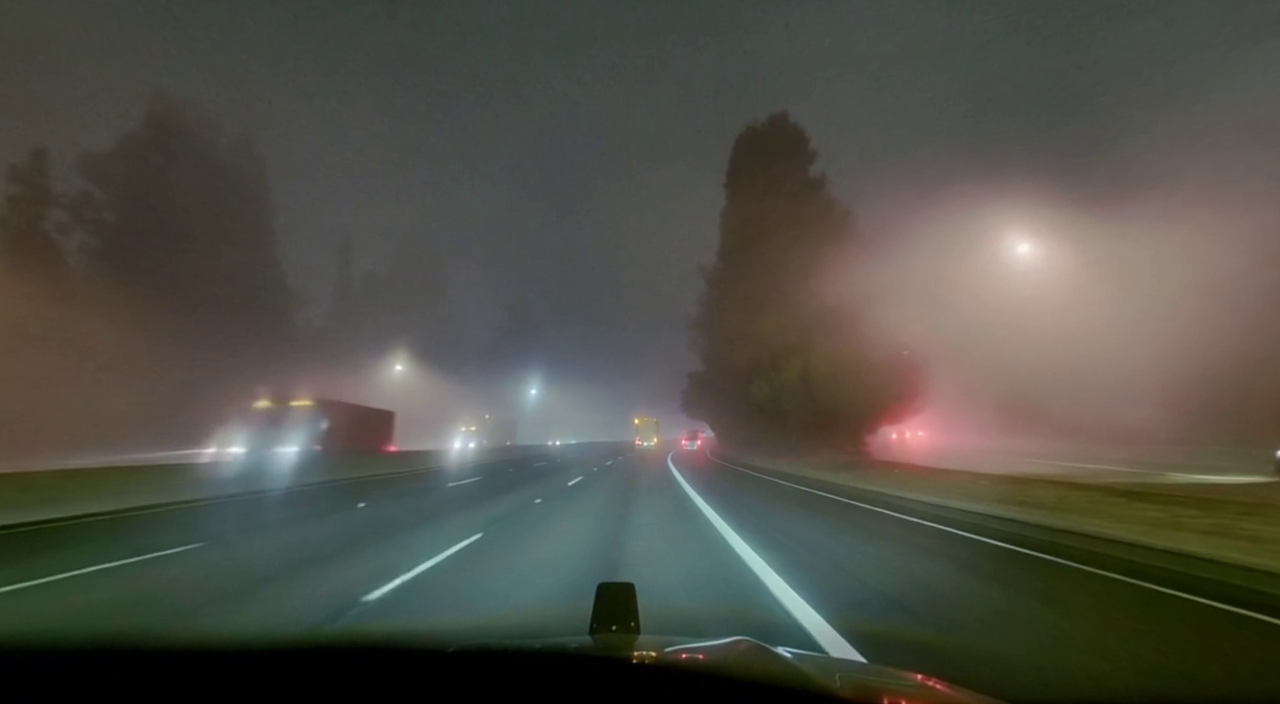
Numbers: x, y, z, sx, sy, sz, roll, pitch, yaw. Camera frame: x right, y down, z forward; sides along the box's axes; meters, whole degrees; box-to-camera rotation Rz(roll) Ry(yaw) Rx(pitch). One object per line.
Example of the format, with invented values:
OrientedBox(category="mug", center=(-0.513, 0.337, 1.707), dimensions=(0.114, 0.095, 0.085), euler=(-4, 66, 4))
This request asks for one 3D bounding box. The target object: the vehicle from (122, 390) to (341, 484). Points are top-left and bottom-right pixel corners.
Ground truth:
OrientedBox(category="vehicle", center=(-12.093, 2.640, 19.608), dimensions=(2.324, 2.410, 6.566), euler=(0, -8, 1))

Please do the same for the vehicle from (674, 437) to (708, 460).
OrientedBox(category="vehicle", center=(3.535, 6.753, 44.355), dimensions=(2.069, 1.476, 4.197), euler=(0, -8, 0))
